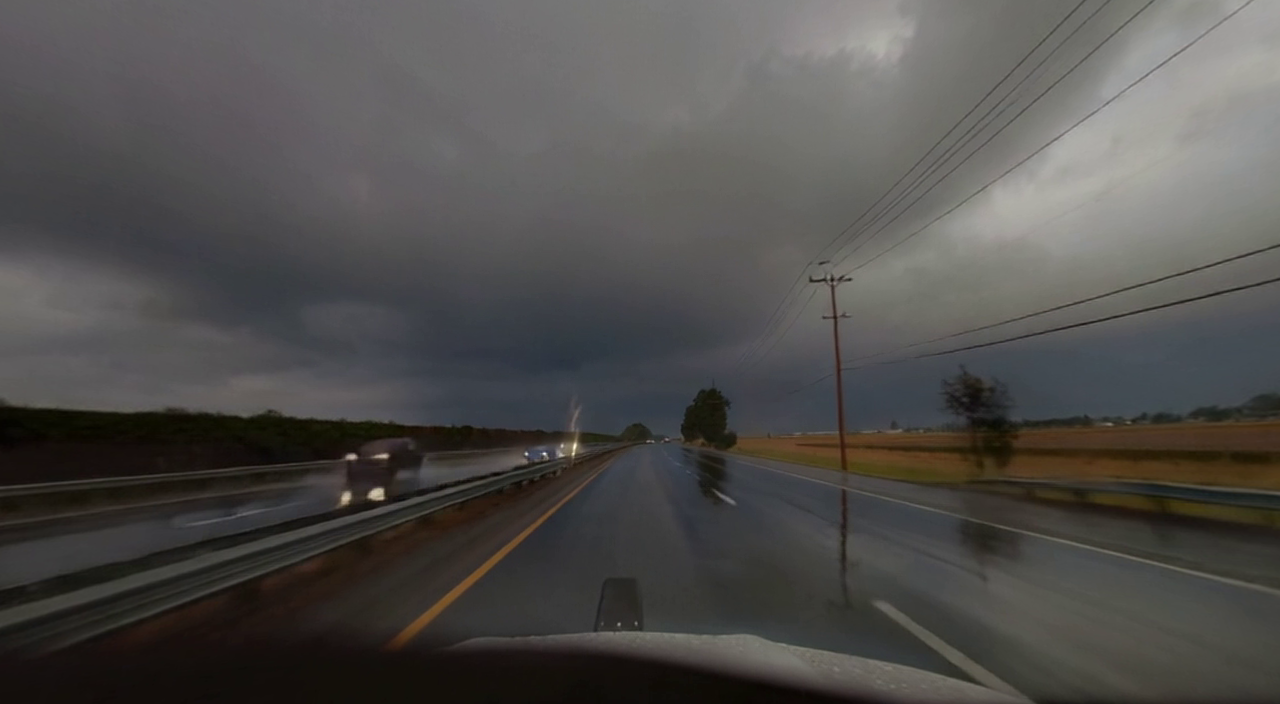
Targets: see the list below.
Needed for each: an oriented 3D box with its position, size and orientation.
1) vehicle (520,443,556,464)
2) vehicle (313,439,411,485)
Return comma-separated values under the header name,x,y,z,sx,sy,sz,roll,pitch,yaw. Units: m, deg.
name,x,y,z,sx,sy,sz,roll,pitch,yaw
vehicle,-7.289,7.285,45.338,1.936,1.430,3.777,0,-8,1
vehicle,-11.059,4.381,25.316,1.980,1.672,4.199,0,-8,0
